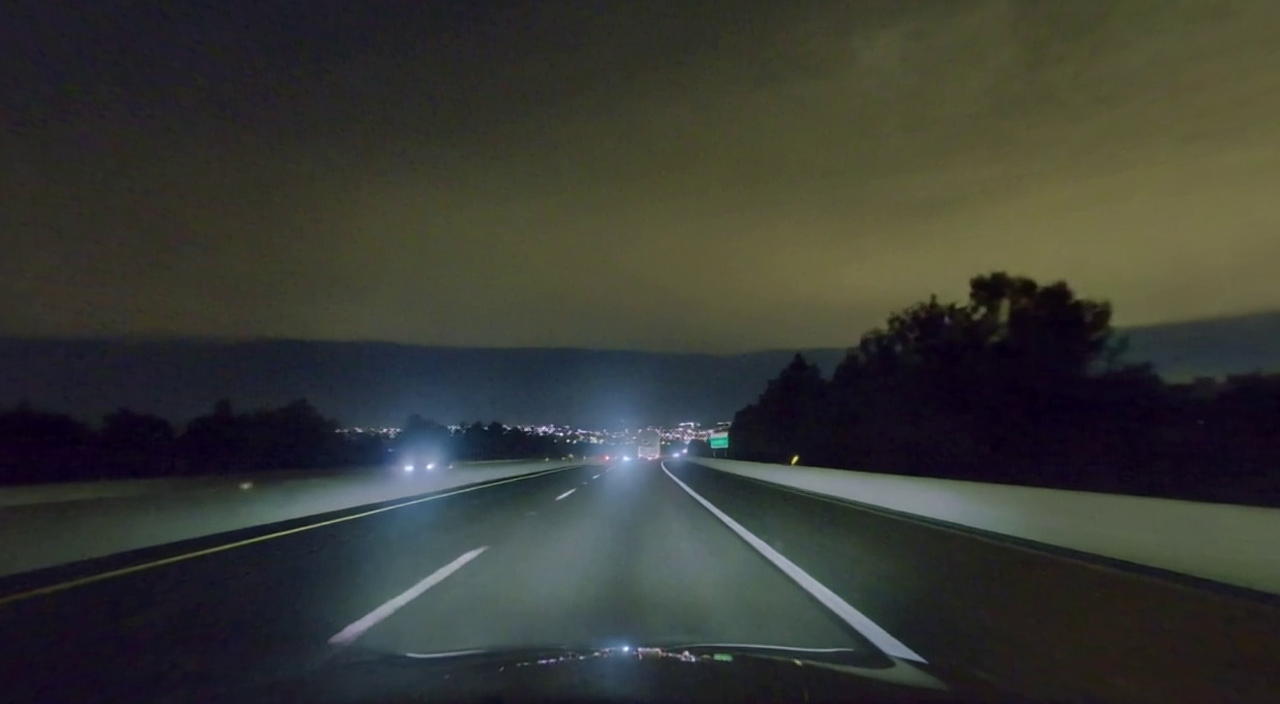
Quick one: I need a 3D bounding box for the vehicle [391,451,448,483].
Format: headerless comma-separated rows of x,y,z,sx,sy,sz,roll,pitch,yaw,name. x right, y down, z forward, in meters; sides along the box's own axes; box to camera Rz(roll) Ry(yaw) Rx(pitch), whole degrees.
-16.467,8.574,47.462,2.377,2.202,5.348,0,-9,0,vehicle
